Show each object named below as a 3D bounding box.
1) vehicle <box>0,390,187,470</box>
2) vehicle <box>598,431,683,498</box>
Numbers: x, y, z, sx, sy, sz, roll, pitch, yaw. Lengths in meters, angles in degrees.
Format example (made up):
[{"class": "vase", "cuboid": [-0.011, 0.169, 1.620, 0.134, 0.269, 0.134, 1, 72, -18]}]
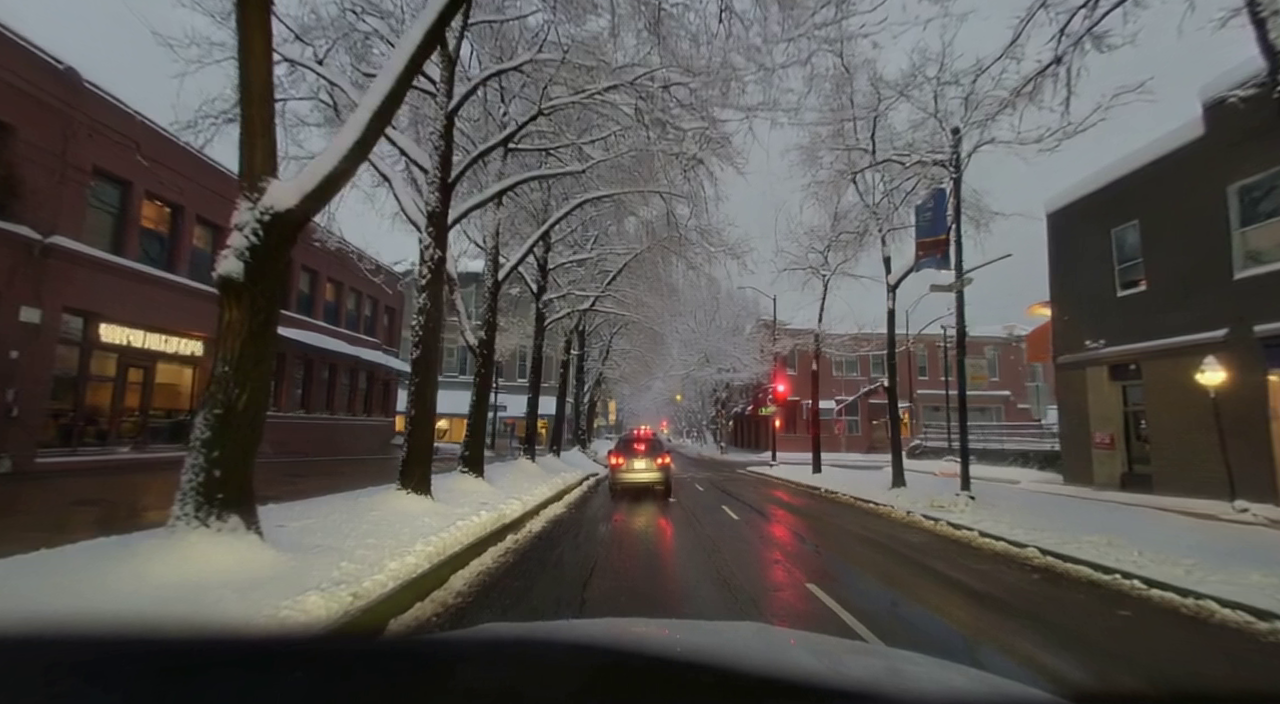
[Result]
[{"class": "vehicle", "cuboid": [-14.716, 2.109, 16.543, 2.027, 1.758, 5.254, 0, -9, -4]}, {"class": "vehicle", "cuboid": [-0.027, 3.041, 17.411, 2.079, 1.621, 3.861, 0, -9, -1]}]
